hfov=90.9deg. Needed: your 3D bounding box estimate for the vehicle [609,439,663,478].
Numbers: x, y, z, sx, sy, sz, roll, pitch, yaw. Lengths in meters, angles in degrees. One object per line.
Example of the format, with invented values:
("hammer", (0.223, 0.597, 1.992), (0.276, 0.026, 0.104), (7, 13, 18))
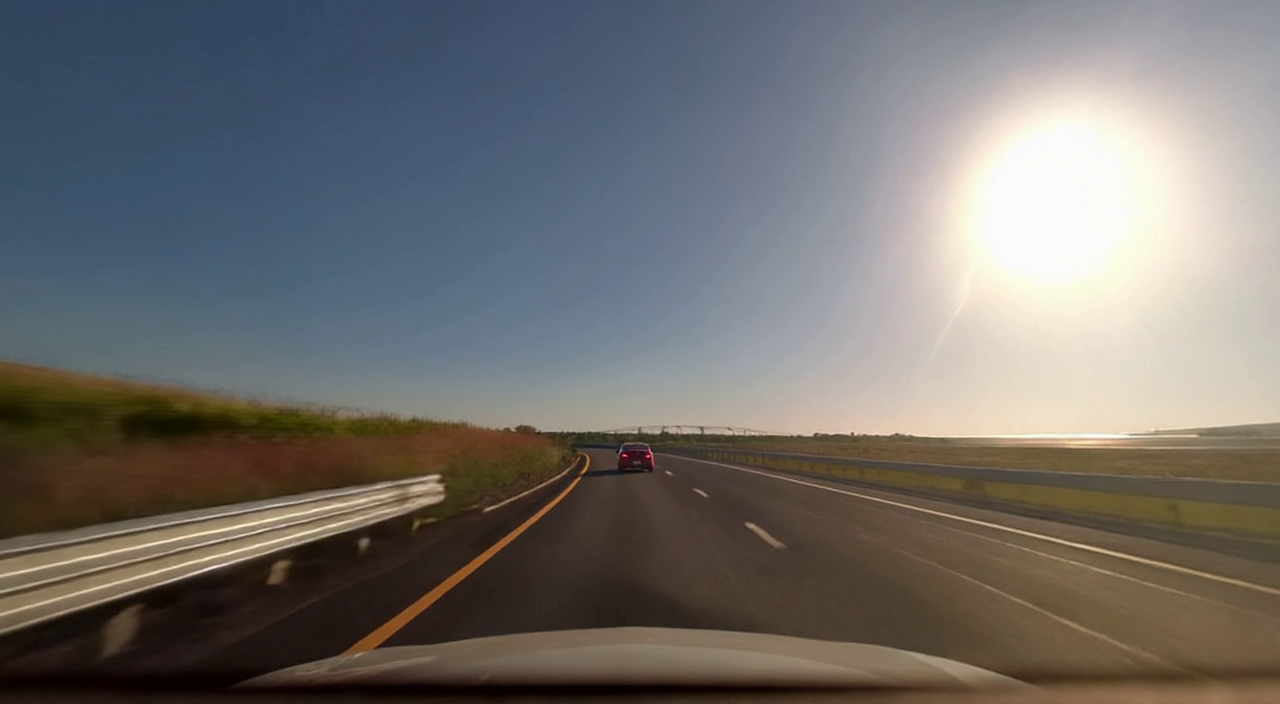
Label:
("vehicle", (-0.273, 4.393, 26.278), (2.029, 1.474, 4.183), (0, -8, -3))
